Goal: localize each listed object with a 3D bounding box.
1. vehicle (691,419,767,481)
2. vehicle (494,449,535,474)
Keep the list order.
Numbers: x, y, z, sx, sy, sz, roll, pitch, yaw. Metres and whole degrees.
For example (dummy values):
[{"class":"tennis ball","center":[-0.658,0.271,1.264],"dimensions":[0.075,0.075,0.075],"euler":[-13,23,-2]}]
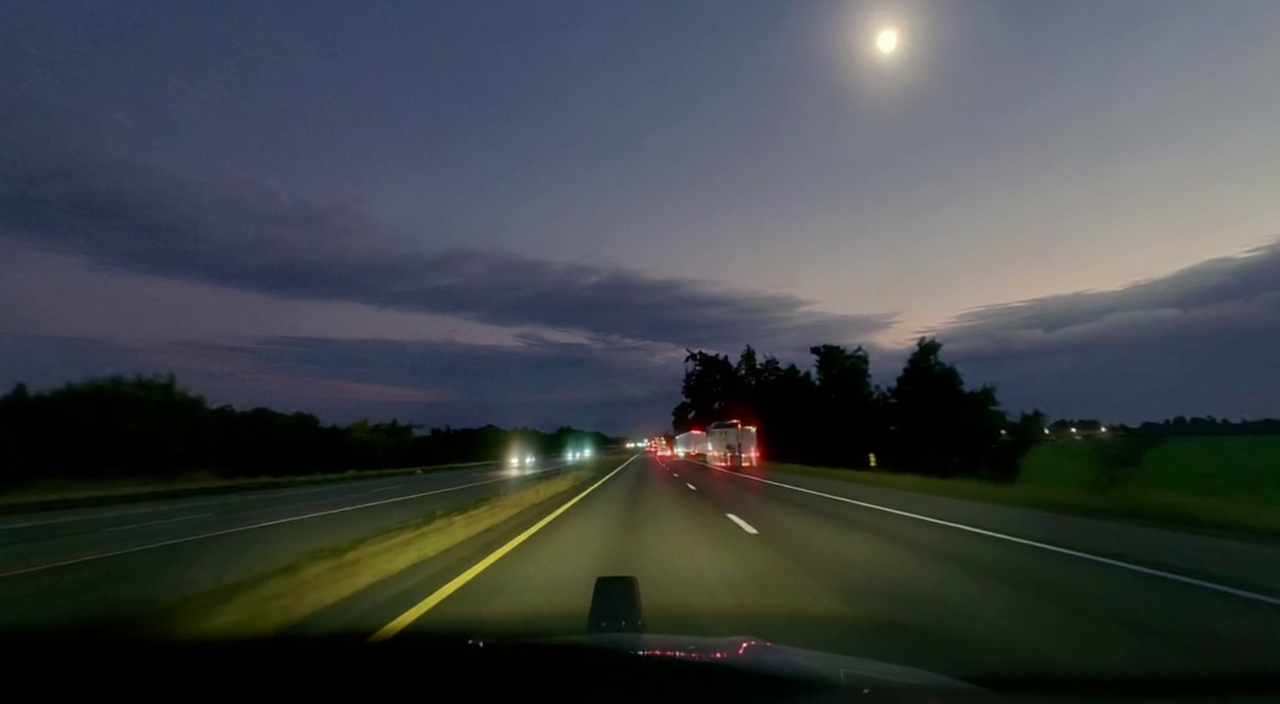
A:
[{"class":"vehicle","center":[3.931,4.523,29.041],"dimensions":[2.472,2.562,5.594],"euler":[0,-9,-2]},{"class":"vehicle","center":[-8.636,7.566,43.839],"dimensions":[1.954,1.611,4.433],"euler":[0,-9,0]}]
